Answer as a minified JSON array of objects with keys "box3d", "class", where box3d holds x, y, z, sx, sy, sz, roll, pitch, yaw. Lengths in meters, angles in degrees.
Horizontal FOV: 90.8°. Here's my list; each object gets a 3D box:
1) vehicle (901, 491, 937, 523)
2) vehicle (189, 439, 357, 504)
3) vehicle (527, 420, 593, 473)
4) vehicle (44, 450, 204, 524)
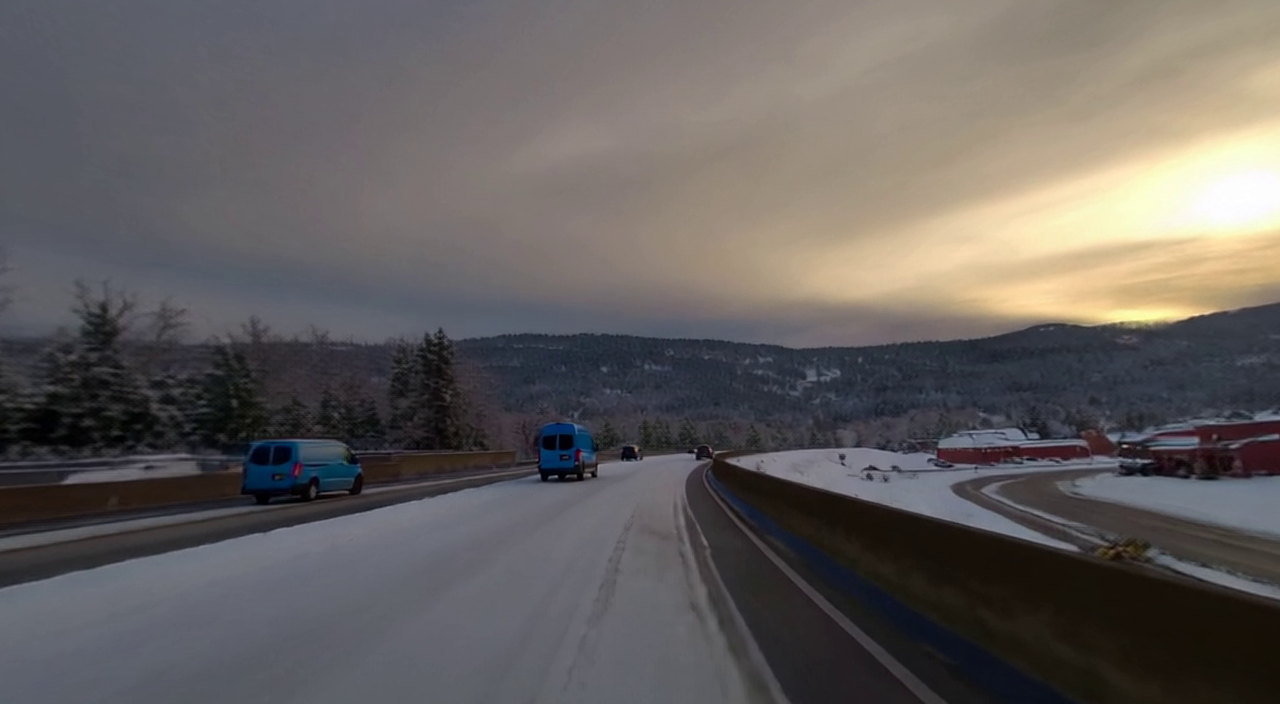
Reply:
[{"box3d":[21.427,11.905,48.654,1.887,1.776,4.198,-2,-6,16],"class":"vehicle"},{"box3d":[-9.713,3.176,17.216,1.821,1.524,4.342,-1,-9,3],"class":"vehicle"},{"box3d":[-4.455,5.438,36.370,2.314,2.703,6.441,-1,-9,6],"class":"vehicle"},{"box3d":[-26.986,6.963,33.505,2.927,3.464,5.910,-1,-9,7],"class":"vehicle"}]
